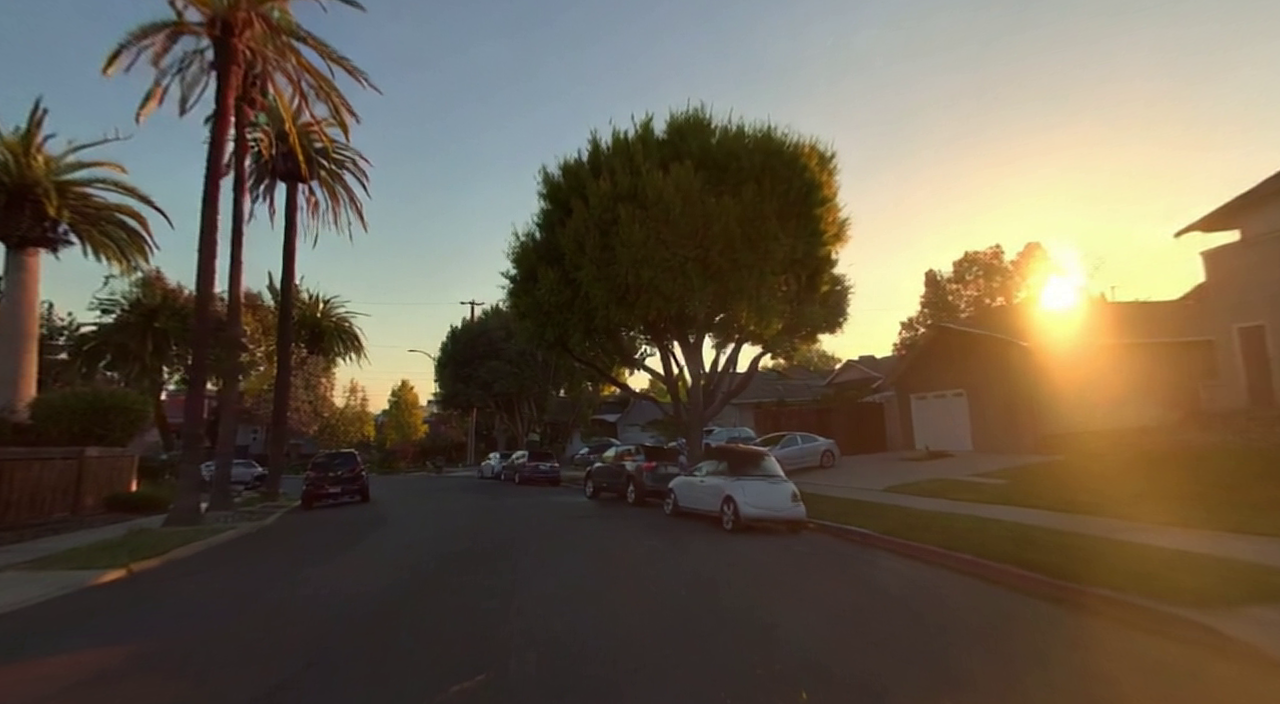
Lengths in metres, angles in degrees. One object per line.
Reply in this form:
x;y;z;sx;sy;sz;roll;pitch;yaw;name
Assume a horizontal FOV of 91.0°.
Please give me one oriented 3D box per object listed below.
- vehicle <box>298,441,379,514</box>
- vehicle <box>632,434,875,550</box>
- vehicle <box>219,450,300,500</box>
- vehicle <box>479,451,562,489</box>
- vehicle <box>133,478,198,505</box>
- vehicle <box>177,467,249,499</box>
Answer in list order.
-9.447;3.826;19.738;2.026;1.816;4.532;-1;-8;-26;vehicle
1.571;2.236;10.994;2.108;1.503;4.977;2;-9;-17;vehicle
-22.086;7.155;36.417;5.628;2.109;2.395;-16;-12;40;vehicle
-5.407;5.170;28.038;2.006;1.484;4.768;5;-10;-32;vehicle
-32.748;9.570;43.389;4.390;1.559;1.812;-5;-9;28;vehicle
-27.388;8.380;40.314;4.944;1.819;2.001;-8;-11;33;vehicle
